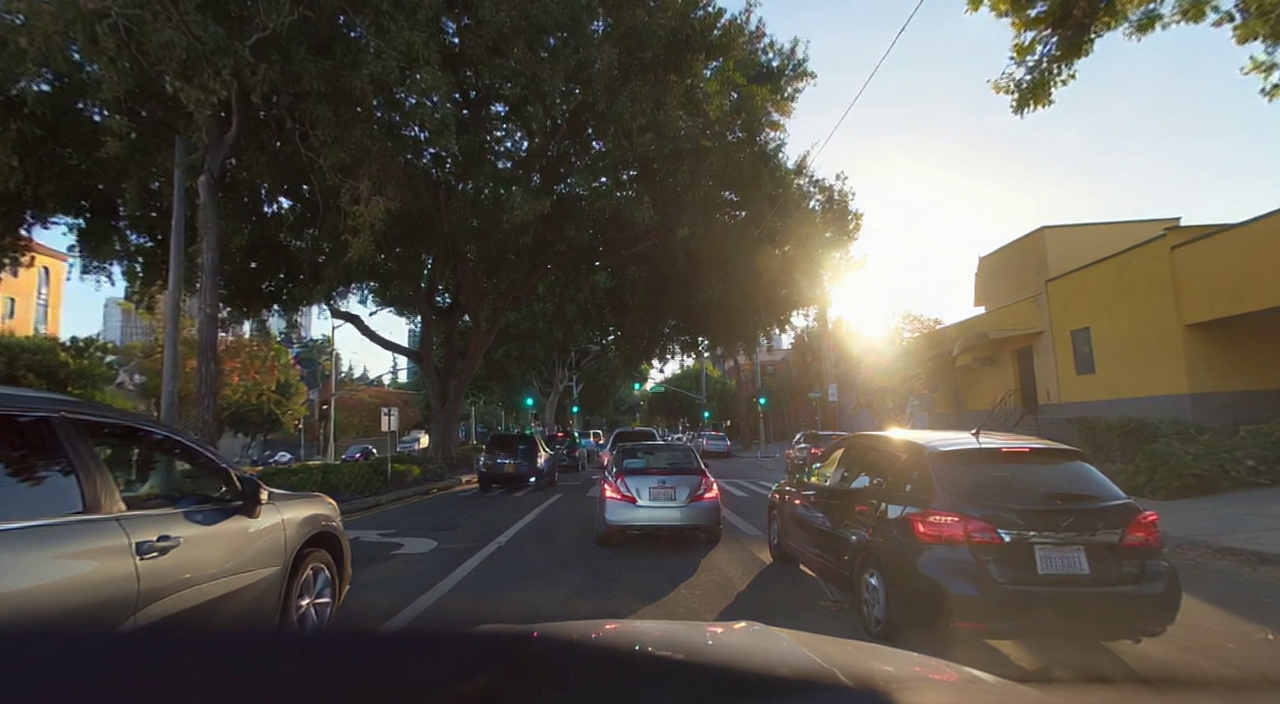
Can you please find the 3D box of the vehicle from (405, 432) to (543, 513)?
[{"bbox_3d":[-3.509,2.632,14.322,1.901,1.522,4.556,0,-9,0],"label":"vehicle"}]

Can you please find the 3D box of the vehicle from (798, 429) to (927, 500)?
[{"bbox_3d":[6.340,3.254,18.676,2.025,1.808,4.579,0,-9,-2],"label":"vehicle"}]

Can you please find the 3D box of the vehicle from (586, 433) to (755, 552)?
[{"bbox_3d":[0.276,2.028,9.817,2.095,1.438,3.843,0,-9,-3],"label":"vehicle"}]

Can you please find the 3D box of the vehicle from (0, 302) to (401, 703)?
[{"bbox_3d":[-3.268,0.929,3.397,2.152,1.802,4.628,0,-9,0],"label":"vehicle"}]
